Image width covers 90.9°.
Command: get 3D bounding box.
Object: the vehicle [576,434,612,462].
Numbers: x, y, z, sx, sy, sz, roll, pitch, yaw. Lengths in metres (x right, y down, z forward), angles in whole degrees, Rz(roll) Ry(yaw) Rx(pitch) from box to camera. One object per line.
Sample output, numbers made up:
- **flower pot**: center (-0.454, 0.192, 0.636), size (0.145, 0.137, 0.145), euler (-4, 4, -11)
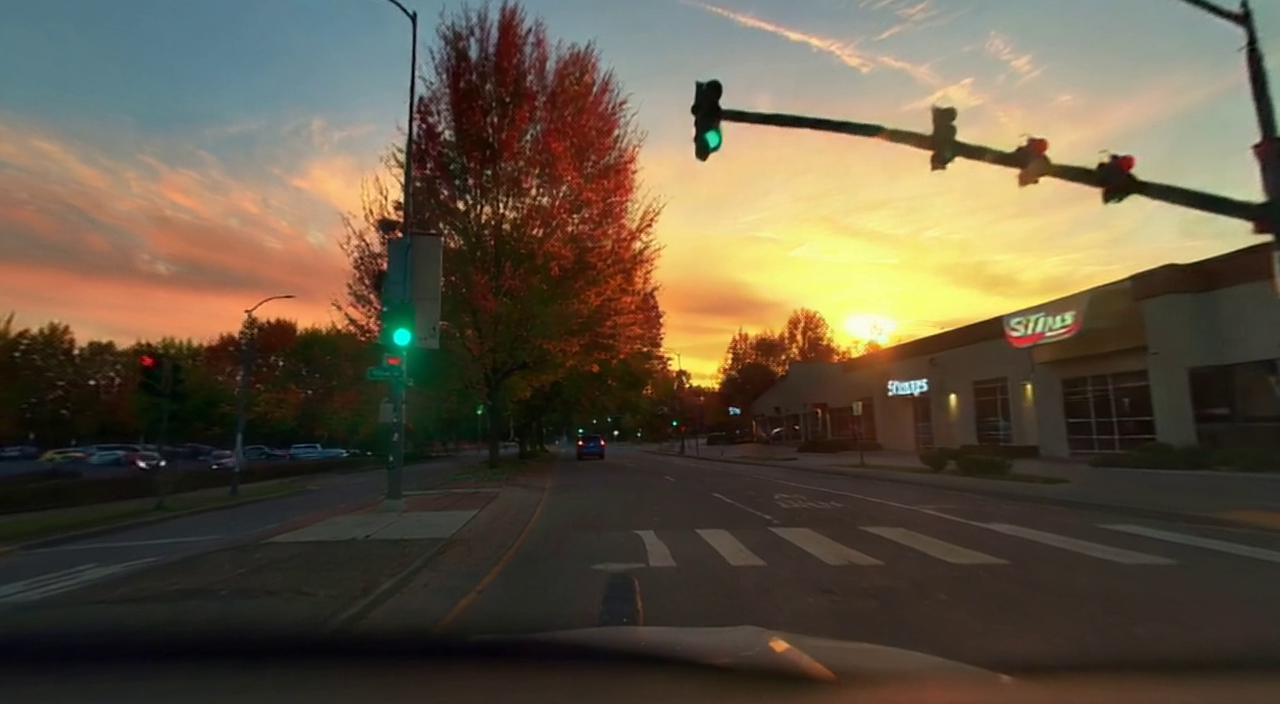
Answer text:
- **vehicle**: center (-3.275, 6.643, 43.922), size (2.146, 1.814, 5.110), euler (1, -8, -8)
